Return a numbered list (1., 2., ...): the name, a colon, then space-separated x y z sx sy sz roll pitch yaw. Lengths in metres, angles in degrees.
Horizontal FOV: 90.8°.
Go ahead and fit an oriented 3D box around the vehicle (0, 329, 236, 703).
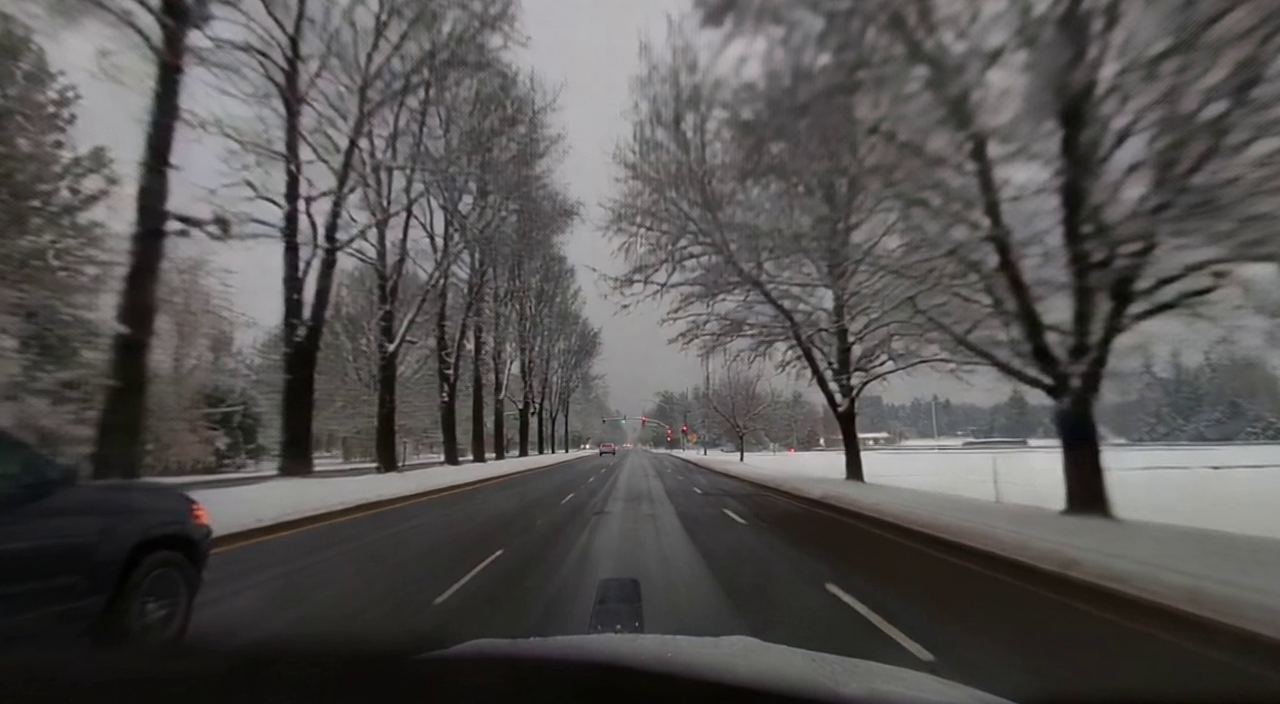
1. vehicle: -3.611 0.721 2.035 2.018 1.769 3.897 0 -8 -1
